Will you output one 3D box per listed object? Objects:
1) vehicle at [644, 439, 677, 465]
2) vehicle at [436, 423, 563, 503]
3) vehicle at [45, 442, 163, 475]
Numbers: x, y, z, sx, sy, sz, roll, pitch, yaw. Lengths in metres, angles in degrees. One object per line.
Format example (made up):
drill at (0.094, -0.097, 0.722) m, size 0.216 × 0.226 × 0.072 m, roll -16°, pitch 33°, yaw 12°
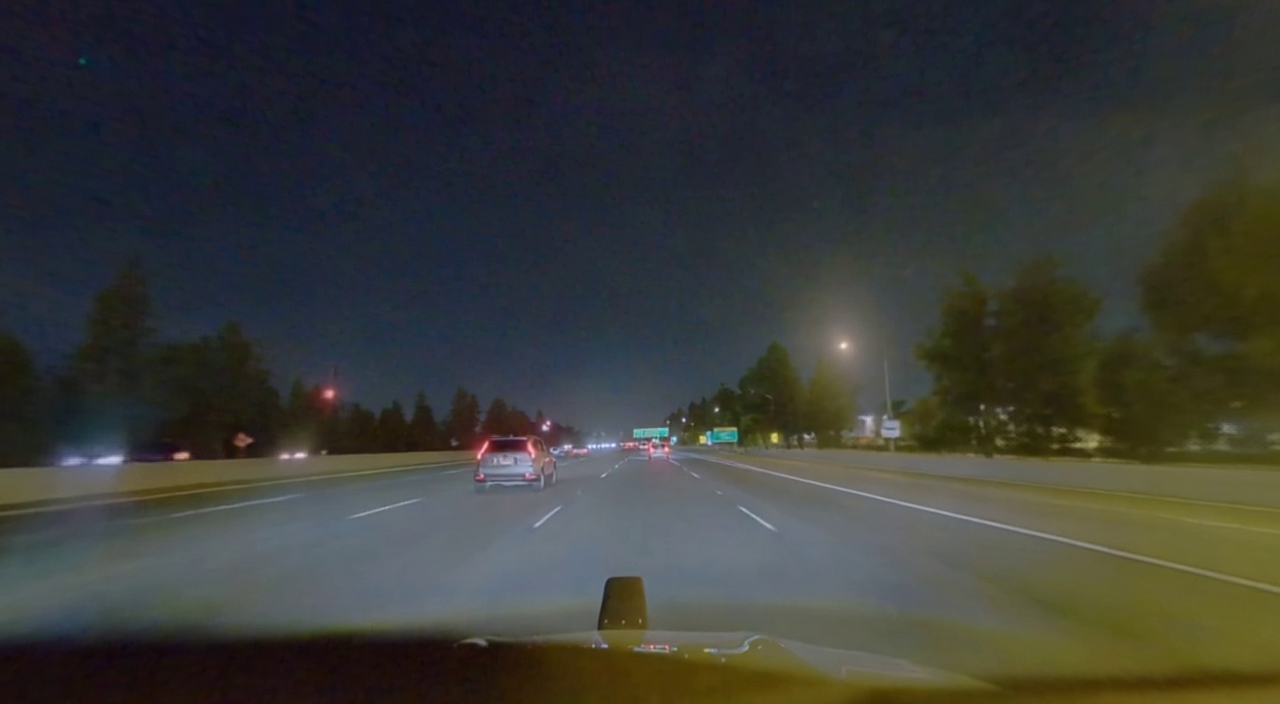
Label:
vehicle at (1.307, 6.435, 40.789) m, size 2.023 × 1.589 × 4.030 m, roll -1°, pitch -8°, yaw 1°
vehicle at (-3.430, 2.828, 16.411) m, size 2.214 × 1.759 × 4.435 m, roll -1°, pitch -8°, yaw 1°
vehicle at (-26.282, 5.214, 31.155) m, size 1.857 × 1.493 × 4.452 m, roll -1°, pitch -9°, yaw 0°
